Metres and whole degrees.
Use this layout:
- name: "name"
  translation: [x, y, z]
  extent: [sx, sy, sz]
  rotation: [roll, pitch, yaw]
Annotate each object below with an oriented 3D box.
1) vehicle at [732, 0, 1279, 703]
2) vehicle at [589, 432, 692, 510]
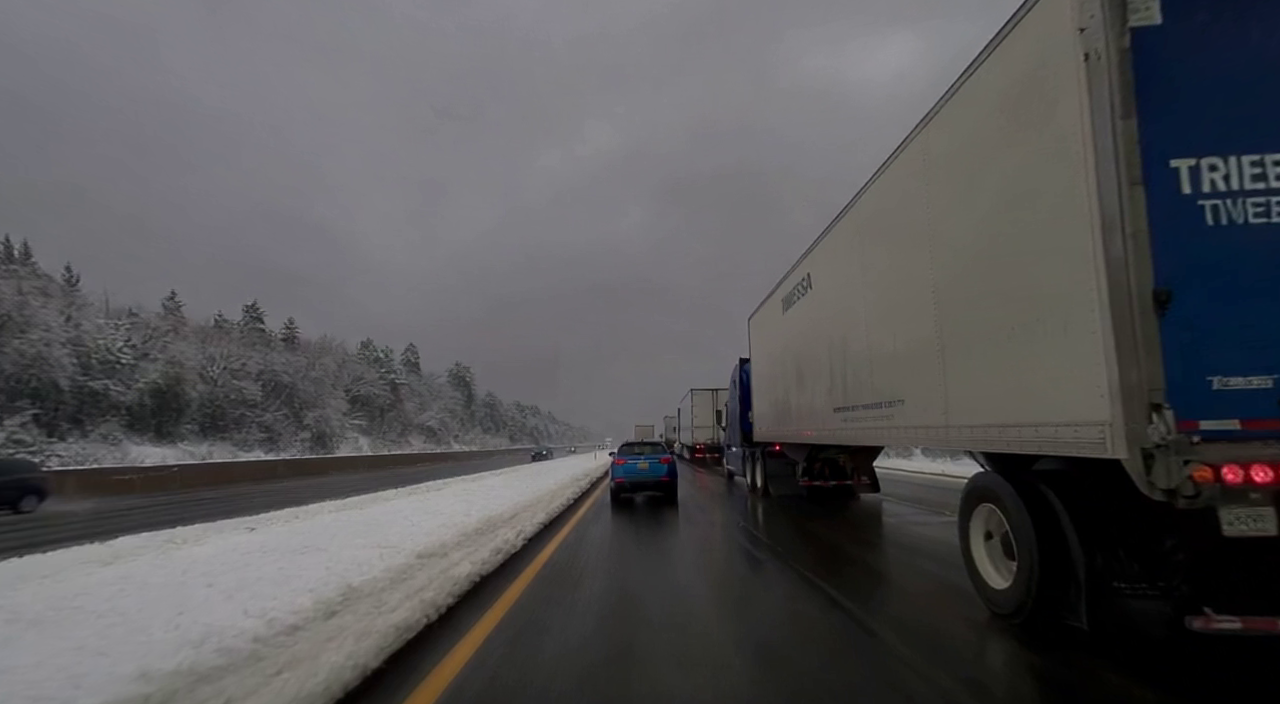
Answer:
- name: "vehicle"
  translation: [4.430, 0.564, 10.500]
  extent: [3.410, 4.438, 14.410]
  rotation: [-1, -8, -1]
- name: "vehicle"
  translation: [0.008, 2.616, 14.376]
  extent: [2.045, 1.507, 3.763]
  rotation: [-1, -8, 0]
